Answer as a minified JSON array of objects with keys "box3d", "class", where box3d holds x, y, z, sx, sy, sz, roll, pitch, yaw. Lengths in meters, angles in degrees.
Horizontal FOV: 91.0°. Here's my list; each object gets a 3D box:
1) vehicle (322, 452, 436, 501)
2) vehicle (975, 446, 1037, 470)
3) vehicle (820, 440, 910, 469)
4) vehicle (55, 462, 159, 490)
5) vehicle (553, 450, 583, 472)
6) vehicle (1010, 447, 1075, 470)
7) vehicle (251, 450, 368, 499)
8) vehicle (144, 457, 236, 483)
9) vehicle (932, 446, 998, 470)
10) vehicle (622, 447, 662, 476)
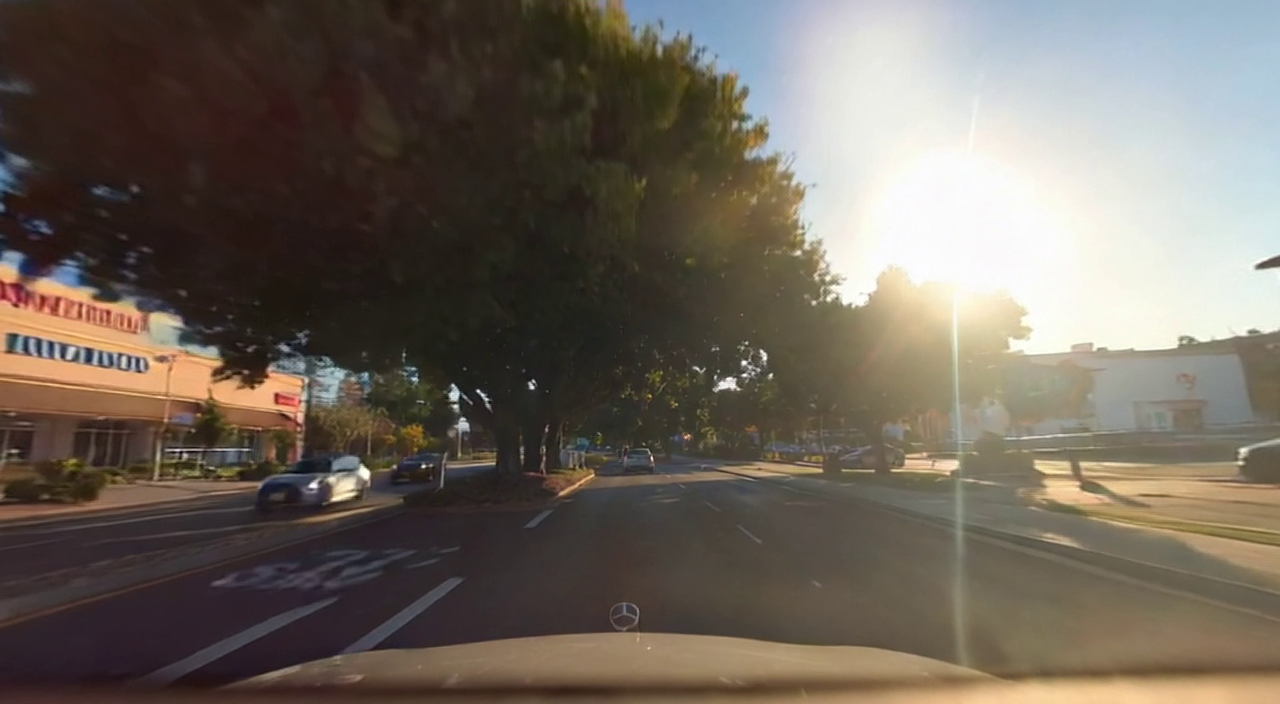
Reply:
[{"box3d":[-9.075,4.331,22.371,2.072,1.483,4.619,0,-9,0],"class":"vehicle"},{"box3d":[25.631,7.422,44.185,1.883,1.524,4.065,-2,-10,1],"class":"vehicle"},{"box3d":[15.685,7.179,44.012,5.466,1.861,2.135,-6,-11,31],"class":"vehicle"},{"box3d":[-30.047,6.993,35.551,4.189,1.385,1.832,1,-8,0],"class":"vehicle"},{"box3d":[-5.111,7.752,45.004,2.033,1.486,3.771,1,-9,-5],"class":"vehicle"},{"box3d":[28.260,7.469,44.328,1.898,1.536,4.025,0,-9,0],"class":"vehicle"},{"box3d":[-12.975,4.800,25.170,2.115,1.741,4.733,0,-9,0],"class":"vehicle"},{"box3d":[-29.322,7.705,41.145,4.367,1.613,2.004,0,-9,-3],"class":"vehicle"},{"box3d":[22.671,7.419,44.121,1.955,1.499,4.687,-2,-9,-2],"class":"vehicle"},{"box3d":[0.047,5.802,33.492,1.998,1.452,3.773,0,-9,-2],"class":"vehicle"}]
